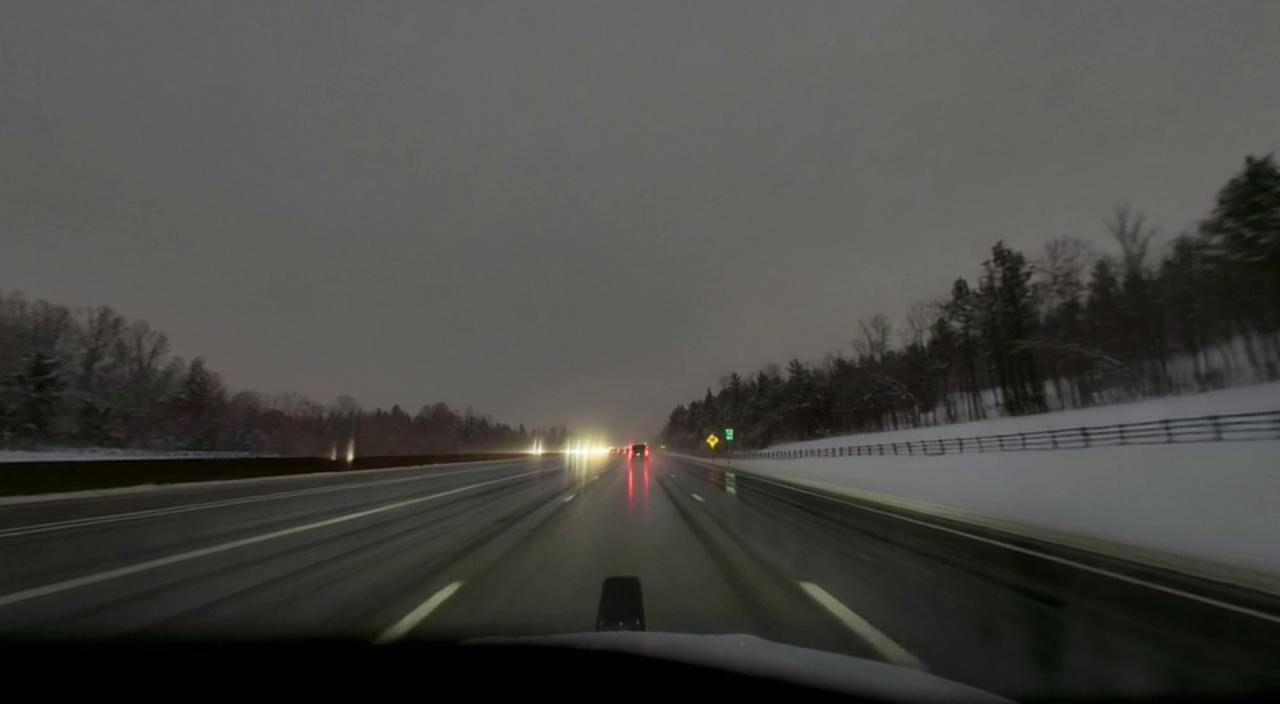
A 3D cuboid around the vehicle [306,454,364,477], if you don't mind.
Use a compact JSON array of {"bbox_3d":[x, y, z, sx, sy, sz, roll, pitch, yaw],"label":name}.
[{"bbox_3d":[-20.453,7.591,42.532,1.850,1.423,4.209,0,-9,-1],"label":"vehicle"}]
